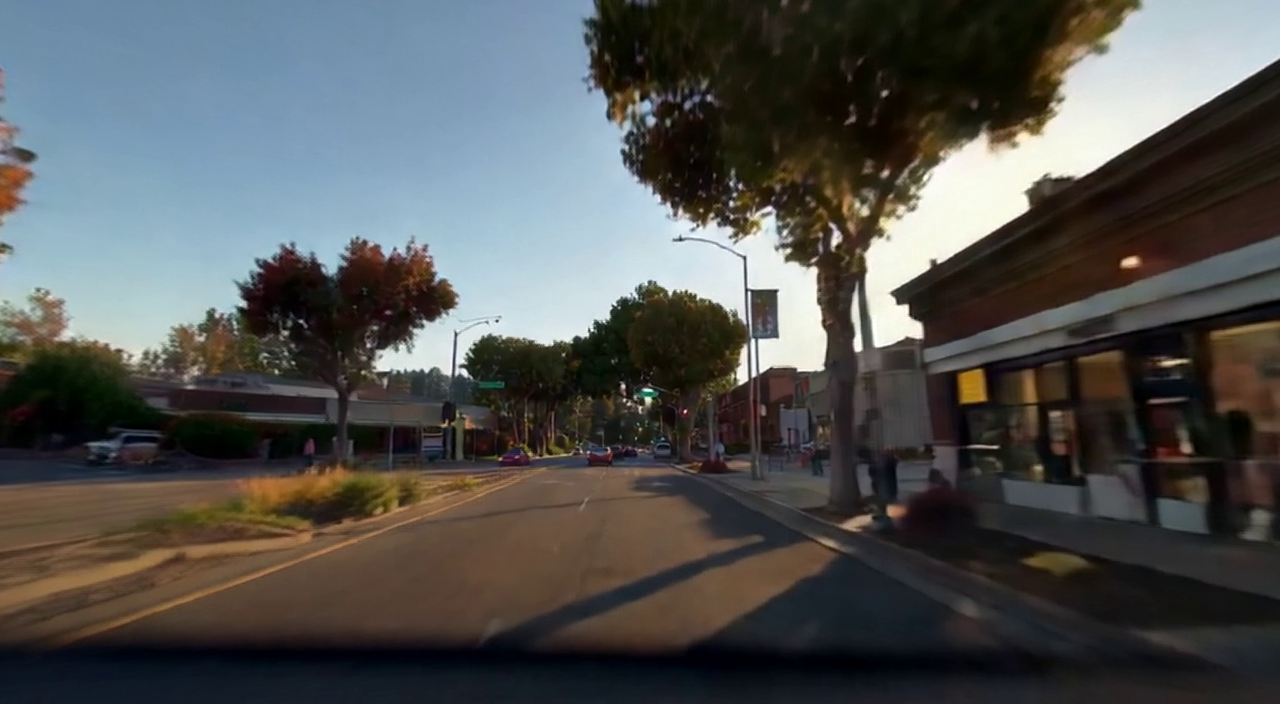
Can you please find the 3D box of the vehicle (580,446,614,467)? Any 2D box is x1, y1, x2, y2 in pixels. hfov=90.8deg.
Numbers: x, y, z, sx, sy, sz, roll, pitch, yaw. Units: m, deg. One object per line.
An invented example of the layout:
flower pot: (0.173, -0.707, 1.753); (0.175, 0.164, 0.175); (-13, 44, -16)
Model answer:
vehicle: (-3.044, 7.549, 45.954); (2.122, 1.469, 4.388); (0, -8, 1)

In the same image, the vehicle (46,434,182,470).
vehicle: (-23.954, 4.603, 29.061); (1.926, 1.425, 4.750); (-2, -9, 4)
